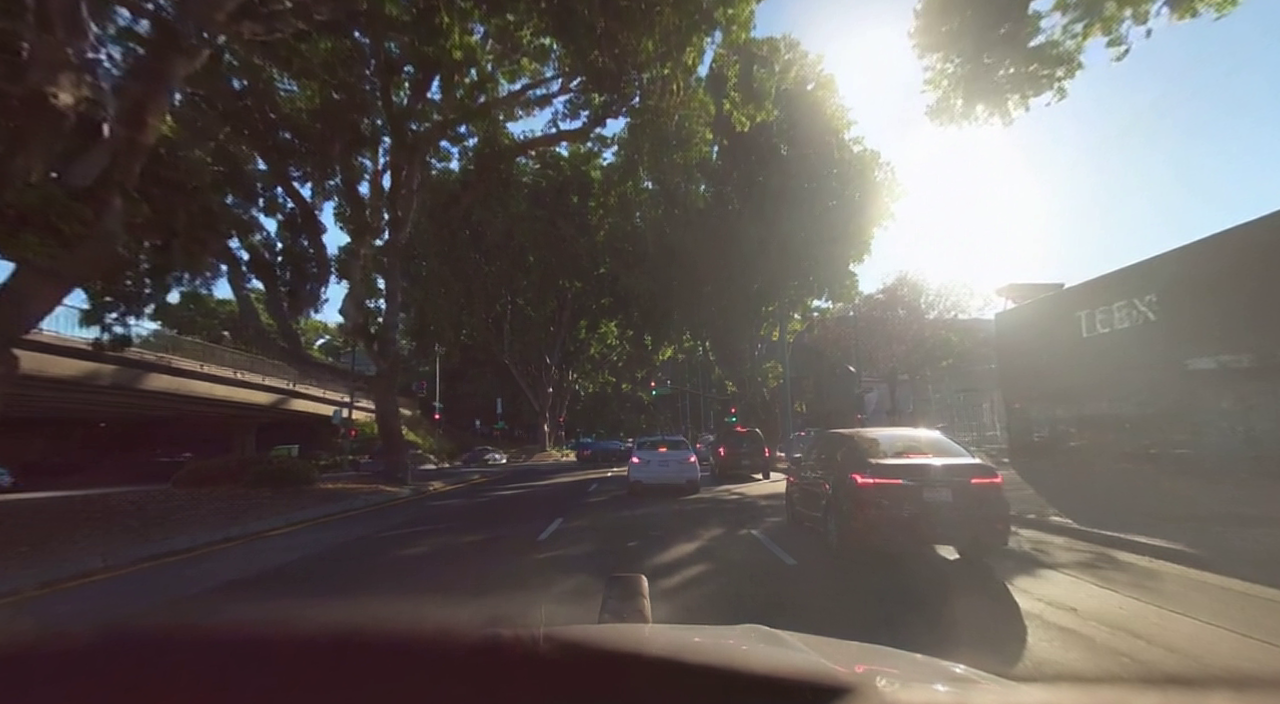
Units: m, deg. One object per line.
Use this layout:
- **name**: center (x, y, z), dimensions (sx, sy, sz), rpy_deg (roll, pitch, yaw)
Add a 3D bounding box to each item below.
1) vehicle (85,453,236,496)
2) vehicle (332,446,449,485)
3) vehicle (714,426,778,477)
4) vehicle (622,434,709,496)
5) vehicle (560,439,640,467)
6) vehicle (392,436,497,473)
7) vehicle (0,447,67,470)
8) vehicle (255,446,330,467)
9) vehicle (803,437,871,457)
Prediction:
- **vehicle**: center (-18.873, 4.790, 25.023), dimensions (1.873, 1.462, 4.283), rpy_deg (-5, -10, 32)
- **vehicle**: center (-11.149, 5.049, 28.462), dimensions (1.832, 1.611, 4.546), rpy_deg (-6, -10, 38)
- **vehicle**: center (4.465, 4.252, 27.219), dimensions (2.080, 1.999, 4.379), rpy_deg (0, -8, 1)
- **vehicle**: center (0.642, 3.034, 17.344), dimensions (2.101, 1.467, 4.210), rpy_deg (0, -8, 1)
- **vehicle**: center (-2.290, 5.896, 36.873), dimensions (4.302, 1.543, 1.860), rpy_deg (6, -10, -35)
- **vehicle**: center (-11.181, 5.907, 36.623), dimensions (2.322, 1.916, 5.640), rpy_deg (-5, -10, 30)
- **vehicle**: center (-46.743, 8.077, 47.814), dimensions (4.579, 1.659, 1.936), rpy_deg (0, -8, -1)
- **vehicle**: center (-26.354, 7.929, 47.916), dimensions (4.566, 1.472, 1.936), rpy_deg (0, -8, -2)
- **vehicle**: center (14.655, 7.085, 47.088), dimensions (4.498, 1.439, 1.842), rpy_deg (0, -8, -1)
